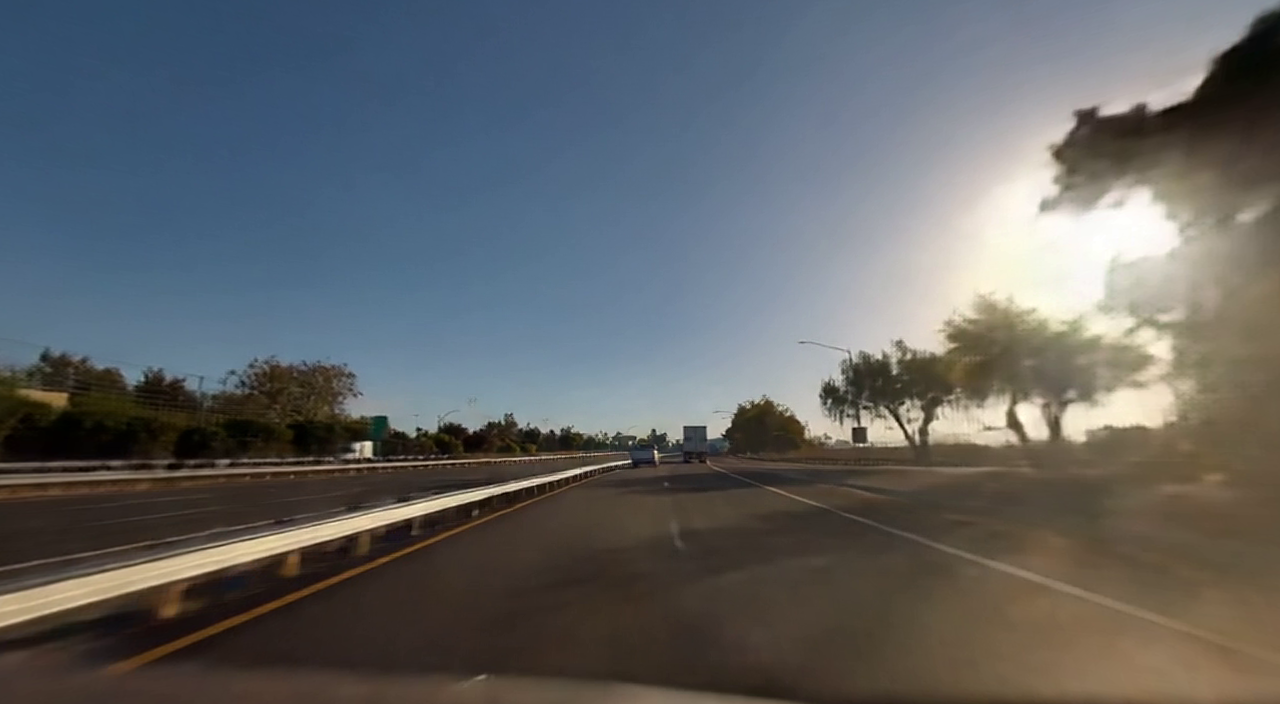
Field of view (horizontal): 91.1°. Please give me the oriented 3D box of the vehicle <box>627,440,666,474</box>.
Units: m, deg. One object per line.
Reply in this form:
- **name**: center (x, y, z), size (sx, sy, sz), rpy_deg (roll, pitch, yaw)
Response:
- **vehicle**: center (0.505, 6.866, 41.192), size (2.271, 2.049, 4.894), rpy_deg (-1, -9, 4)
